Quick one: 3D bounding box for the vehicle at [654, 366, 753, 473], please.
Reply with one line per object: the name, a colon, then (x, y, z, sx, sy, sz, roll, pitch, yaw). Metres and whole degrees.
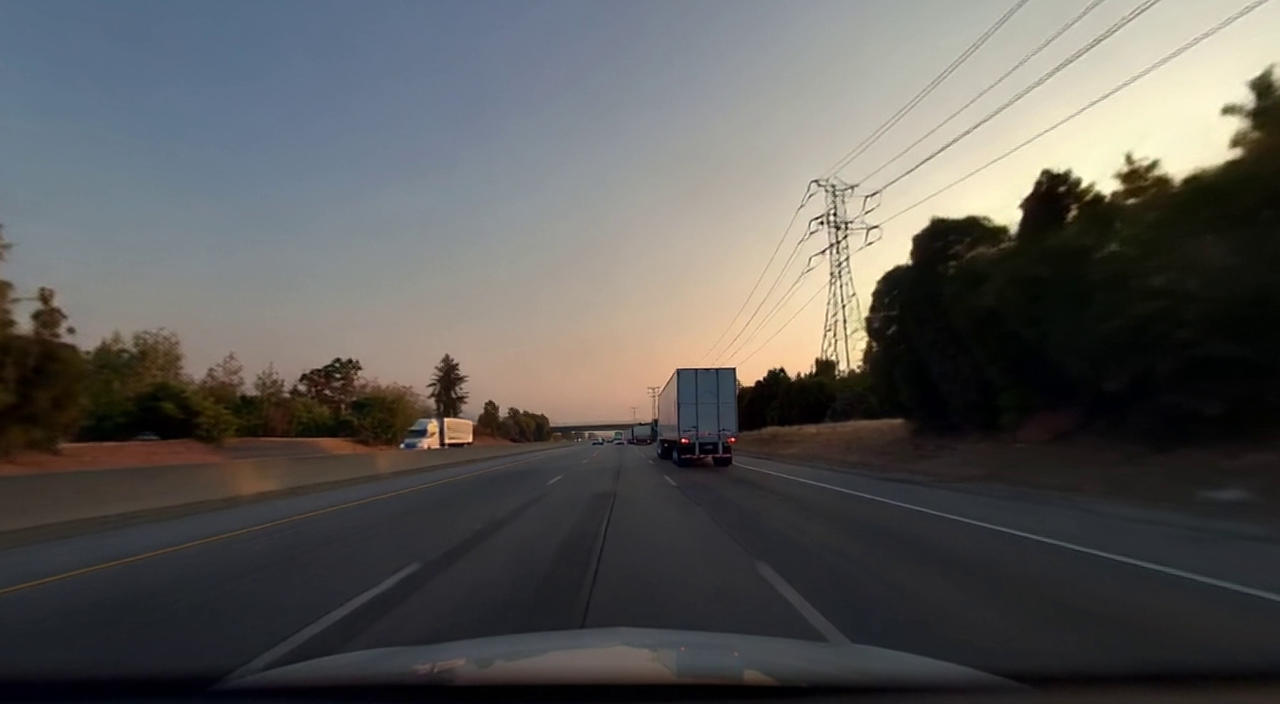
vehicle: (2.579, 3.542, 31.326, 2.905, 4.080, 14.157, 0, -8, -2)
